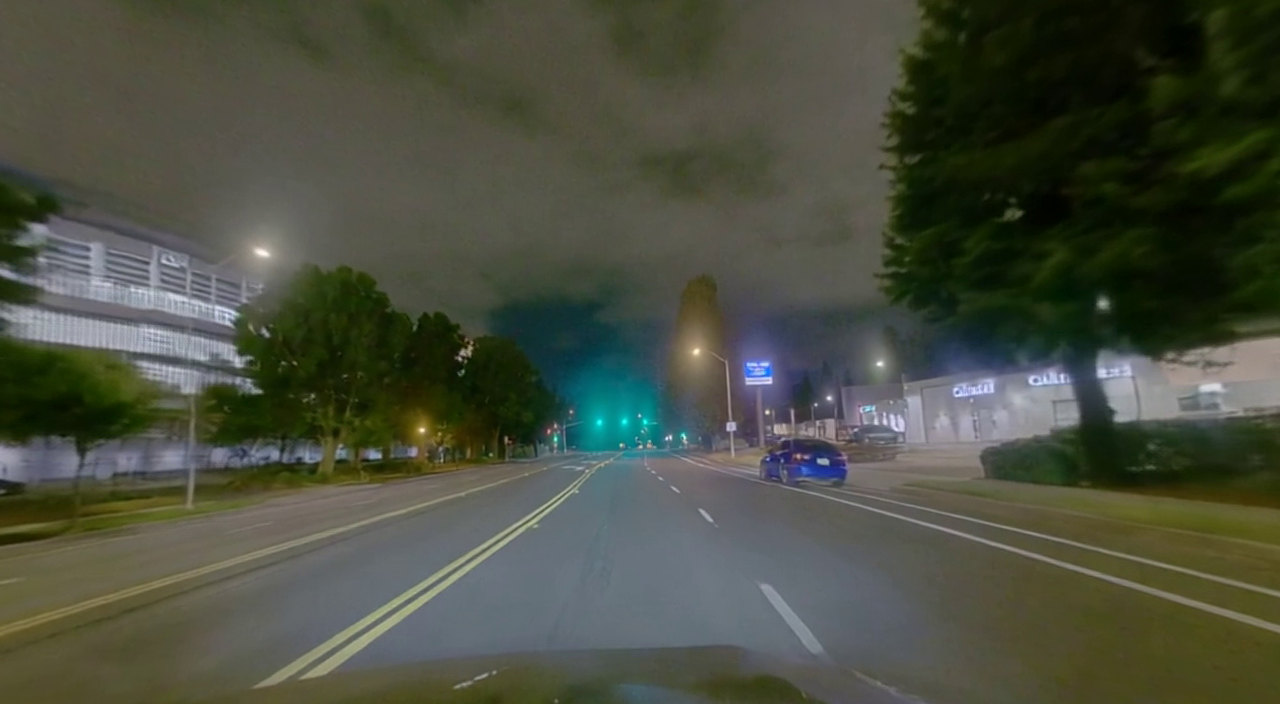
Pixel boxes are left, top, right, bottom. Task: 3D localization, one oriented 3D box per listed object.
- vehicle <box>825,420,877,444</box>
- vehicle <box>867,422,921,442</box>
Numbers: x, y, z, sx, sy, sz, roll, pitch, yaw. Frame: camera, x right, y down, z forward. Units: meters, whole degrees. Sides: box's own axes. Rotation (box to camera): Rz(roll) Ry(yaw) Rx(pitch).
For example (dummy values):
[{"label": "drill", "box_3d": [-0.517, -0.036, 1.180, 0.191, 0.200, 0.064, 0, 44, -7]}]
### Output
[{"label": "vehicle", "box_3d": [16.523, 6.324, 49.492, 2.059, 1.788, 4.708, 1, -8, -5]}, {"label": "vehicle", "box_3d": [19.437, 6.196, 48.364, 2.021, 1.472, 4.047, 1, -8, -8]}]
